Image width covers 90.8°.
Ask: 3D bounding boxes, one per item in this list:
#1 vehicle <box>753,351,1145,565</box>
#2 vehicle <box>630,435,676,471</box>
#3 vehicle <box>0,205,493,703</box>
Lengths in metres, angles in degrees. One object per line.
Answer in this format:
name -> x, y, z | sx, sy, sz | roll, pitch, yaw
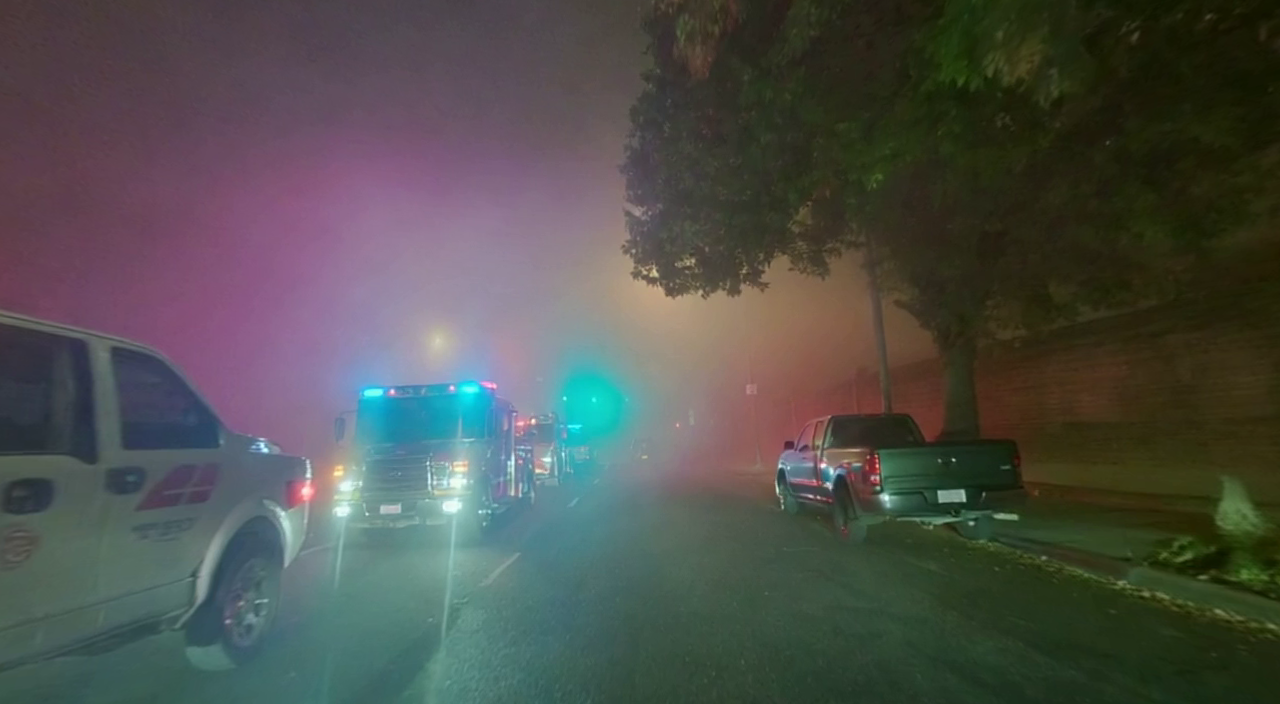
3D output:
vehicle -> 3.982, 1.581, 9.900 | 3.411, 2.429, 5.271 | 0, -8, 0
vehicle -> 0.625, 5.578, 35.085 | 2.332, 1.831, 4.930 | 0, -8, -1
vehicle -> -2.810, 0.941, 4.104 | 2.458, 2.027, 4.831 | 0, -9, 1
